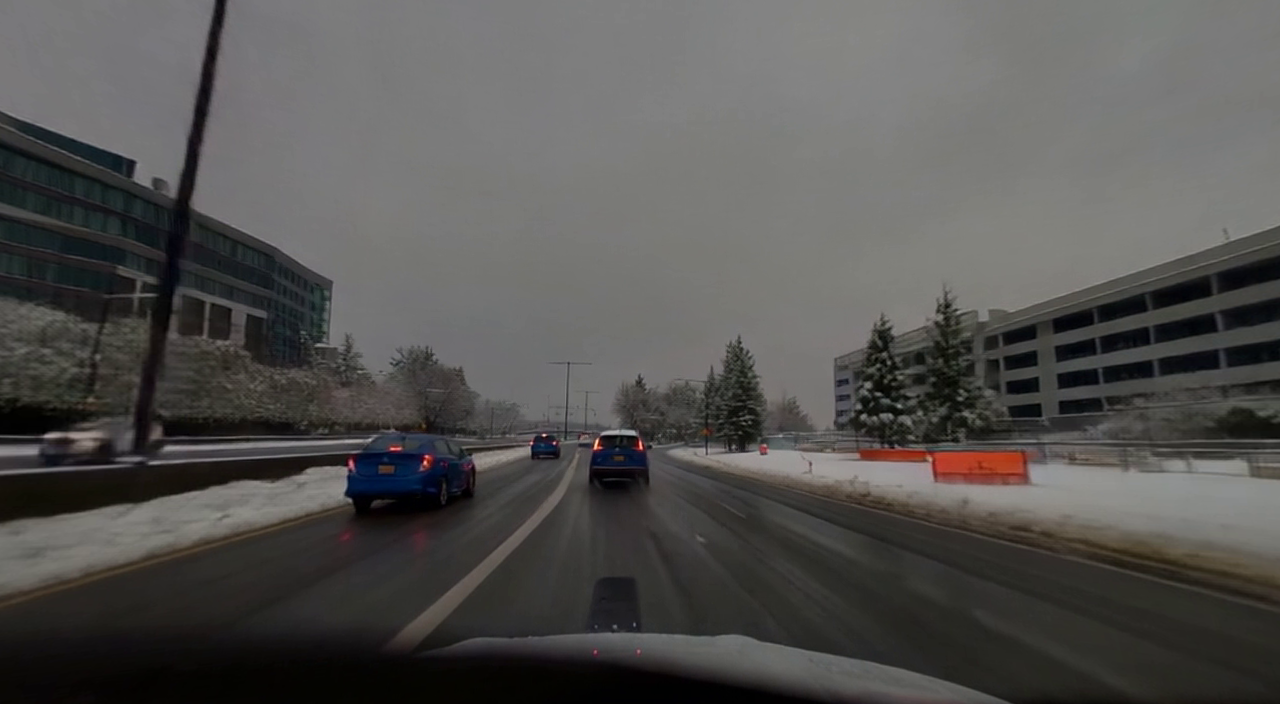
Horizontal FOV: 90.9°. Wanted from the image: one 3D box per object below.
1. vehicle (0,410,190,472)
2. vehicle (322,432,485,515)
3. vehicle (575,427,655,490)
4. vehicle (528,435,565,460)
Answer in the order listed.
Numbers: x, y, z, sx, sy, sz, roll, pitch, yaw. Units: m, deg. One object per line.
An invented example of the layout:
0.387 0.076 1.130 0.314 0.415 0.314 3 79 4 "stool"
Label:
-15.012 2.471 17.653 1.799 1.531 4.133 0 -8 -2 "vehicle"
-4.529 2.343 12.791 1.848 1.406 4.013 0 -8 -2 "vehicle"
-0.569 2.780 16.822 1.913 1.499 3.581 0 -8 1 "vehicle"
-5.891 6.023 40.110 1.888 1.486 4.310 0 -8 -3 "vehicle"
